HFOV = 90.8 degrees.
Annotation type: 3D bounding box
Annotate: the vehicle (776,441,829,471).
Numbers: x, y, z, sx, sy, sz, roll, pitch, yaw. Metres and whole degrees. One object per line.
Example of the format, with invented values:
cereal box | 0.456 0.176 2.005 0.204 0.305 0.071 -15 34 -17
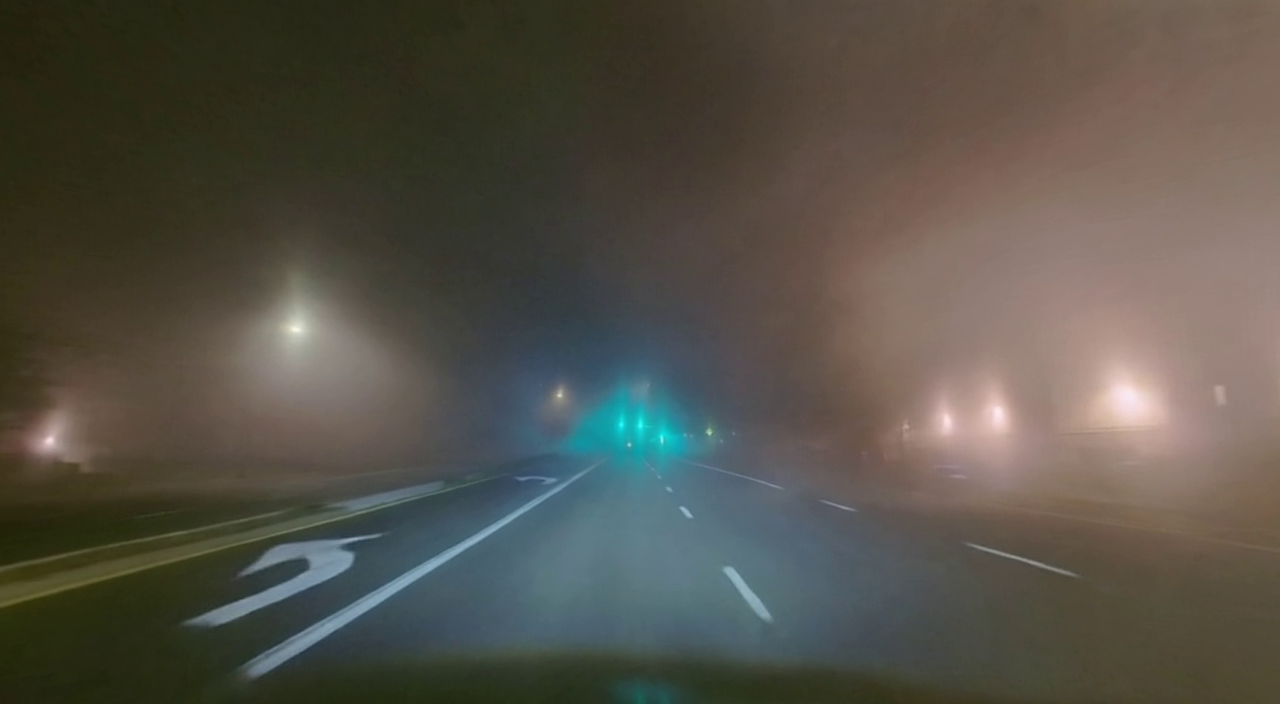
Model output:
vehicle | 9.813 6.296 38.533 2.044 1.705 4.668 0 -9 1
